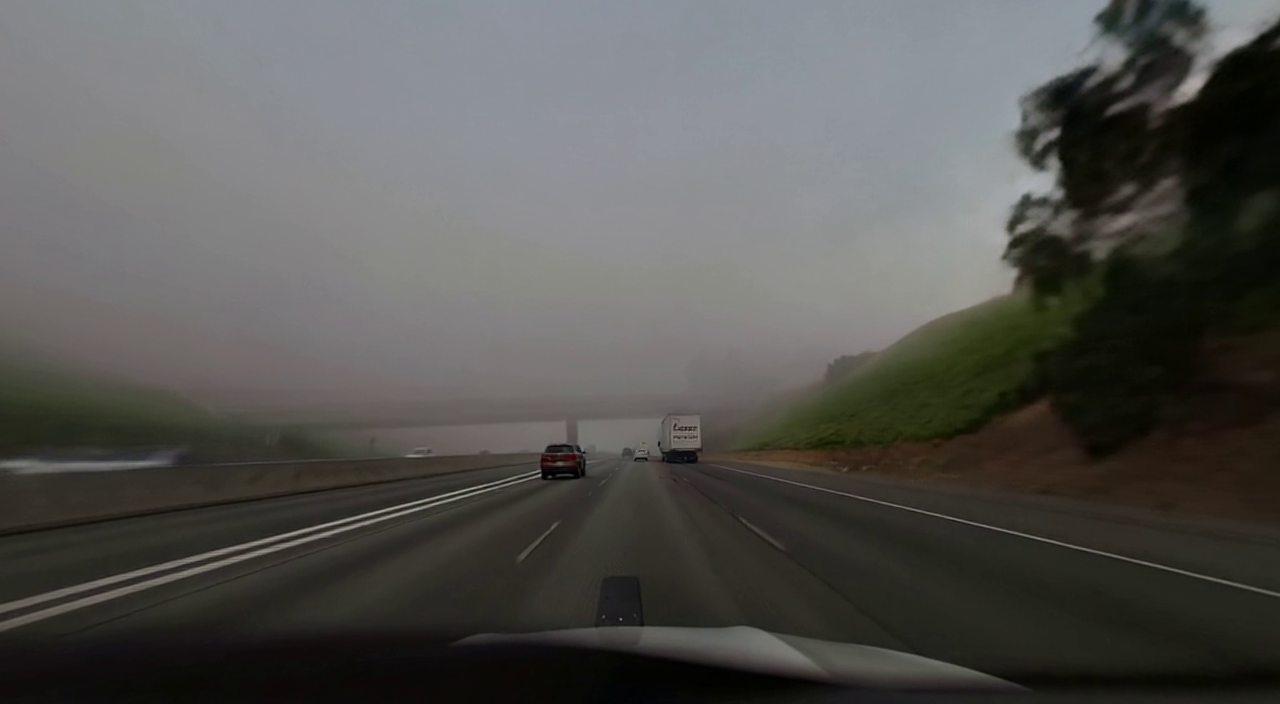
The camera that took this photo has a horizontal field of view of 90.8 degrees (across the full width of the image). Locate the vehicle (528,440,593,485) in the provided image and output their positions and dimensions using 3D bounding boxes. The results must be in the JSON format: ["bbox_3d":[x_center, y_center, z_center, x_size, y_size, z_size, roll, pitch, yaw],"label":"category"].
[{"bbox_3d":[-3.073,4.395,25.341,2.052,1.654,4.303,0,-9,0],"label":"vehicle"}]
